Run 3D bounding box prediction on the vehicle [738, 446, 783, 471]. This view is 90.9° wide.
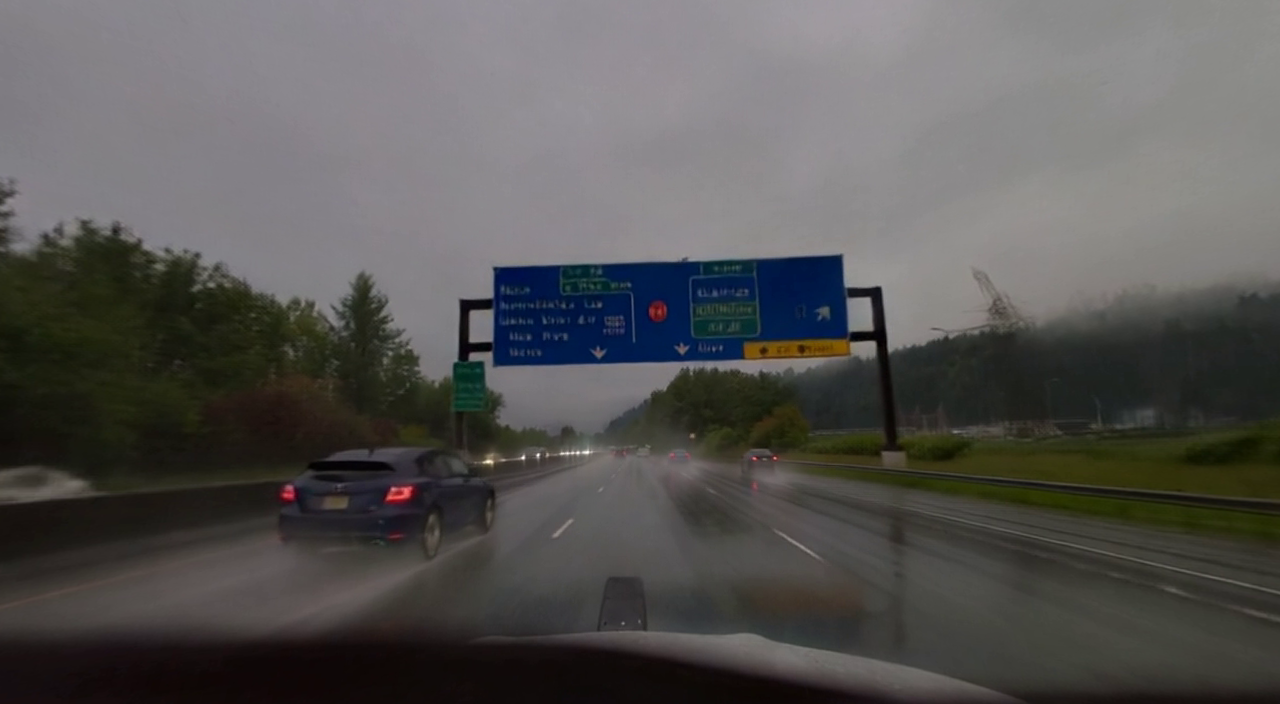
[{"bbox_3d":[7.735,6.907,40.925,1.943,1.493,4.507,0,-9,-1],"label":"vehicle"}]

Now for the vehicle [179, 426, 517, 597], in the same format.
[{"bbox_3d":[-3.128,1.811,8.048,2.191,1.563,4.318,0,-9,1],"label":"vehicle"}]
